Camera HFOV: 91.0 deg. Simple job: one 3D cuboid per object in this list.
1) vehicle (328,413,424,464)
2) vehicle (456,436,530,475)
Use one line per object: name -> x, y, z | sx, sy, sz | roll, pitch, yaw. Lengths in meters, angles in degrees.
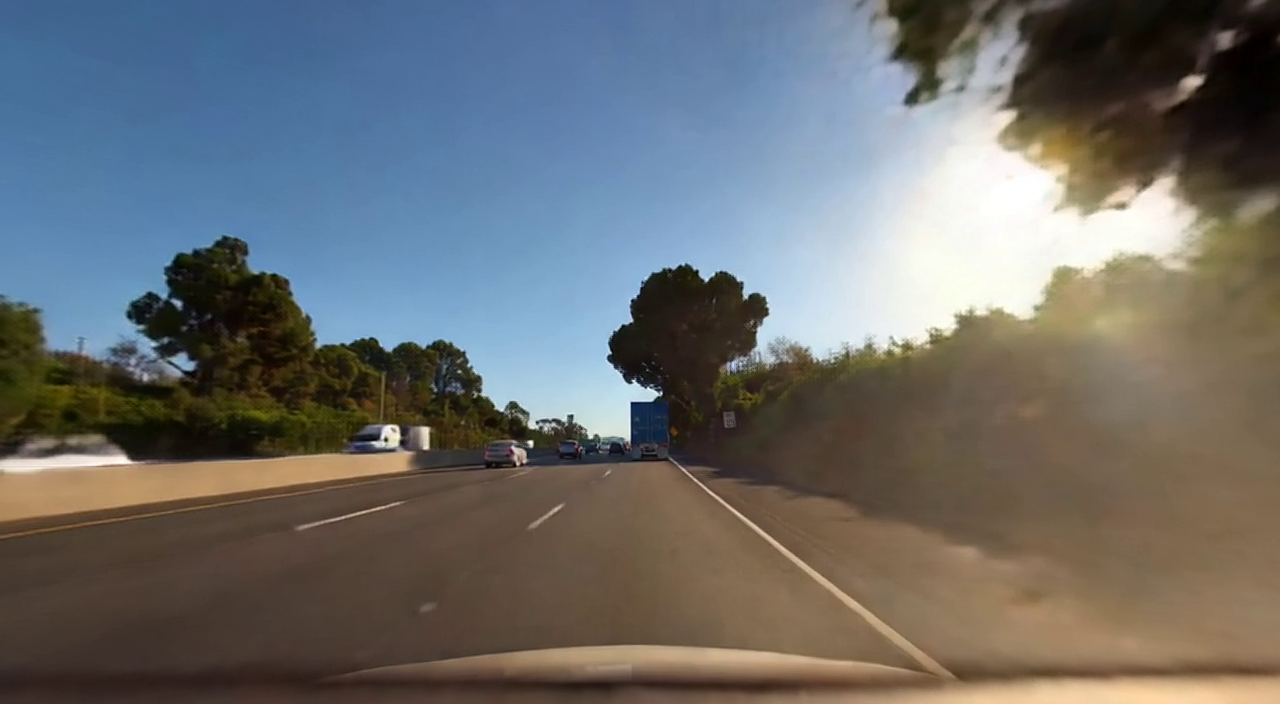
vehicle -> -20.110, 6.752, 48.935 | 3.005, 3.574, 10.095 | 0, -8, 1
vehicle -> -6.244, 4.469, 27.369 | 2.017, 1.517, 4.766 | 0, -8, 1
